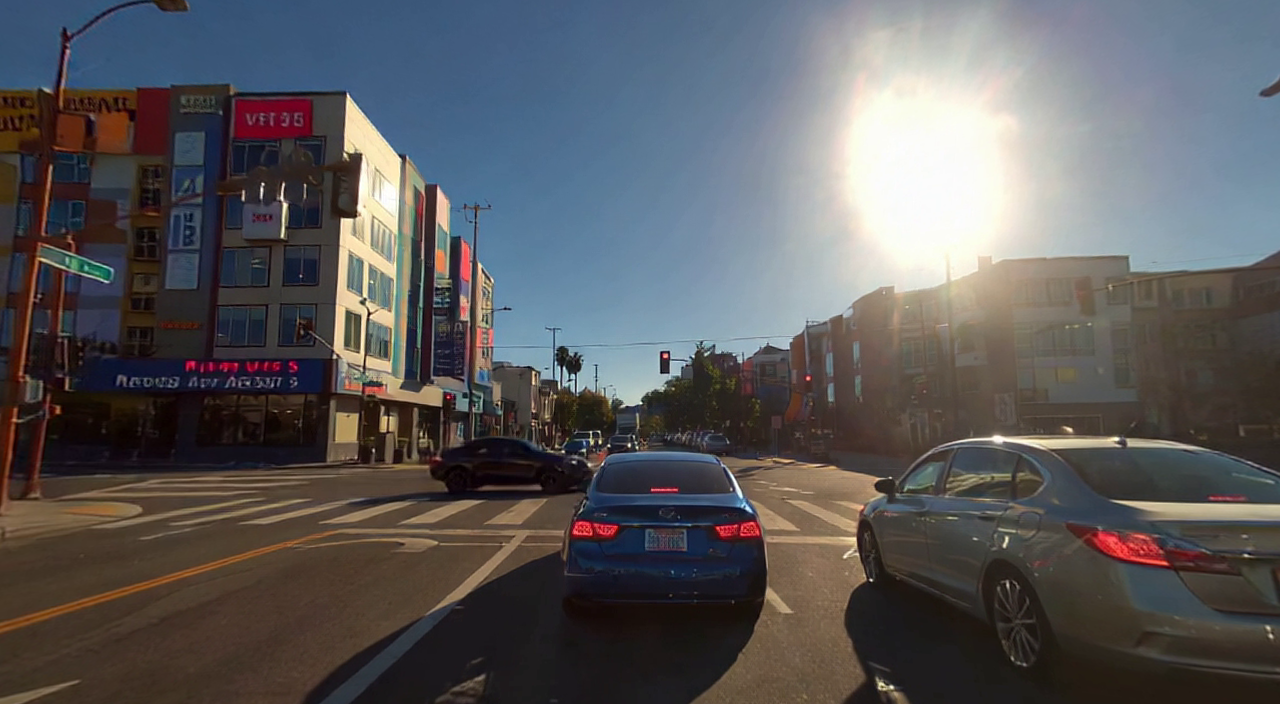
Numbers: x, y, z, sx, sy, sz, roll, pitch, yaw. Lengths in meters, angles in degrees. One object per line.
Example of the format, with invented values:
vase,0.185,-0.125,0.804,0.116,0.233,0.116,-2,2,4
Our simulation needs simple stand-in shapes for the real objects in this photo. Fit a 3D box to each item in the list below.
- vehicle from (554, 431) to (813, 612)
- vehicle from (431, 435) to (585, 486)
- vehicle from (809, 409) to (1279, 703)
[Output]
vehicle,0.287,1.696,7.293,2.132,1.464,4.089,0,-8,-2
vehicle,-4.329,3.613,21.167,4.688,1.612,1.938,0,-8,2
vehicle,2.819,1.287,4.561,1.961,1.498,4.356,0,-8,0
